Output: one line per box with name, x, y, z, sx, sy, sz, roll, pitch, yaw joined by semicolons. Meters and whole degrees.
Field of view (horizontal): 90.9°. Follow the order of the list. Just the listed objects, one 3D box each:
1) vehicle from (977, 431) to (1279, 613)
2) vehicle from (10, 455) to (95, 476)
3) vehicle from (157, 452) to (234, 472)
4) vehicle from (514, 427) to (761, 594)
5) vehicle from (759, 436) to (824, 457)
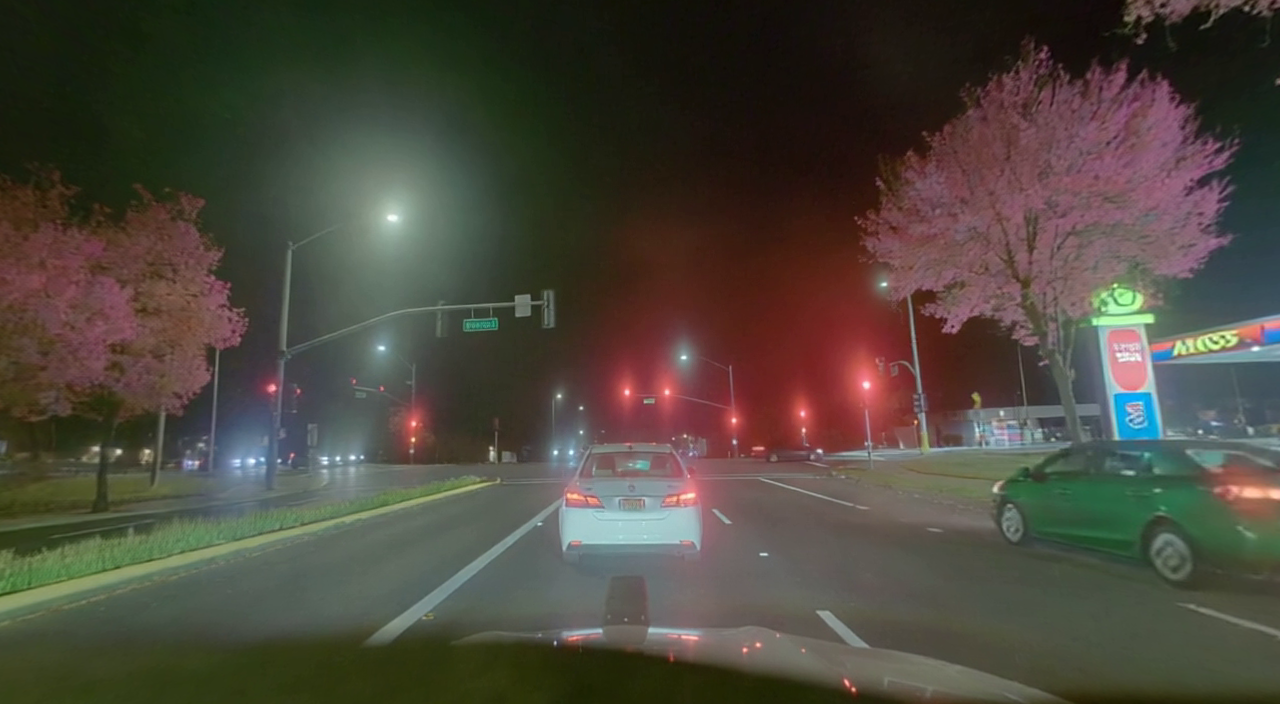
vehicle;6.233;1.753;7.551;1.942;1.511;4.390;0;-8;0
vehicle;-43.421;8.370;46.616;4.609;1.465;1.944;-1;-8;7
vehicle;-33.257;8.232;47.228;4.466;1.438;1.837;-1;-8;5
vehicle;-0.047;1.726;7.759;2.213;1.482;4.057;0;-8;-1
vehicle;11.583;7.245;48.288;4.458;1.510;1.947;-6;-10;33
